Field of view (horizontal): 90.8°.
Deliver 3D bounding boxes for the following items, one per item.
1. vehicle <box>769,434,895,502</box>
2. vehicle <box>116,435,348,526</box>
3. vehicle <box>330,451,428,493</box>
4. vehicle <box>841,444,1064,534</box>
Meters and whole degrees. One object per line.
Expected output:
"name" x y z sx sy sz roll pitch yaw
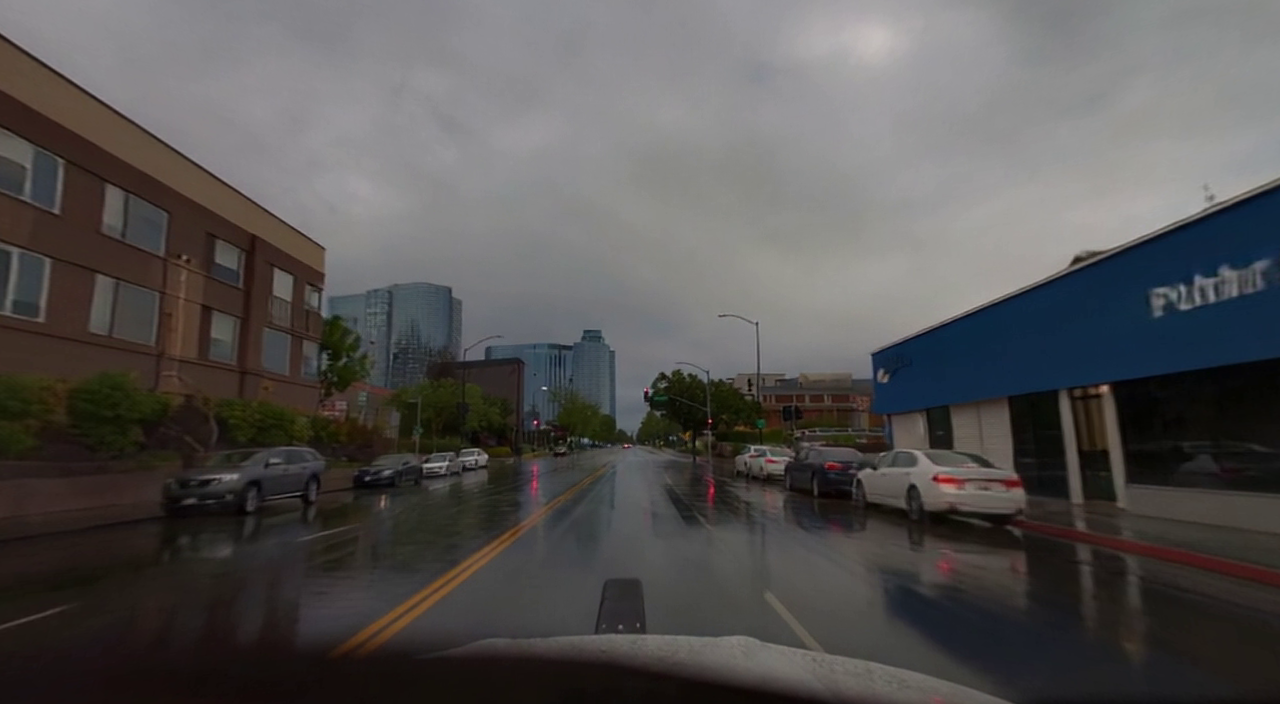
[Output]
"vehicle" 5.732 3.502 19.703 2.227 1.811 5.172 0 -8 -1
"vehicle" -9.856 3.086 16.047 2.228 1.863 5.407 -1 -8 1
"vehicle" -10.193 4.688 25.092 1.953 1.387 4.529 0 -8 0
"vehicle" 6.137 2.700 13.309 2.038 1.482 4.994 0 -8 -2
